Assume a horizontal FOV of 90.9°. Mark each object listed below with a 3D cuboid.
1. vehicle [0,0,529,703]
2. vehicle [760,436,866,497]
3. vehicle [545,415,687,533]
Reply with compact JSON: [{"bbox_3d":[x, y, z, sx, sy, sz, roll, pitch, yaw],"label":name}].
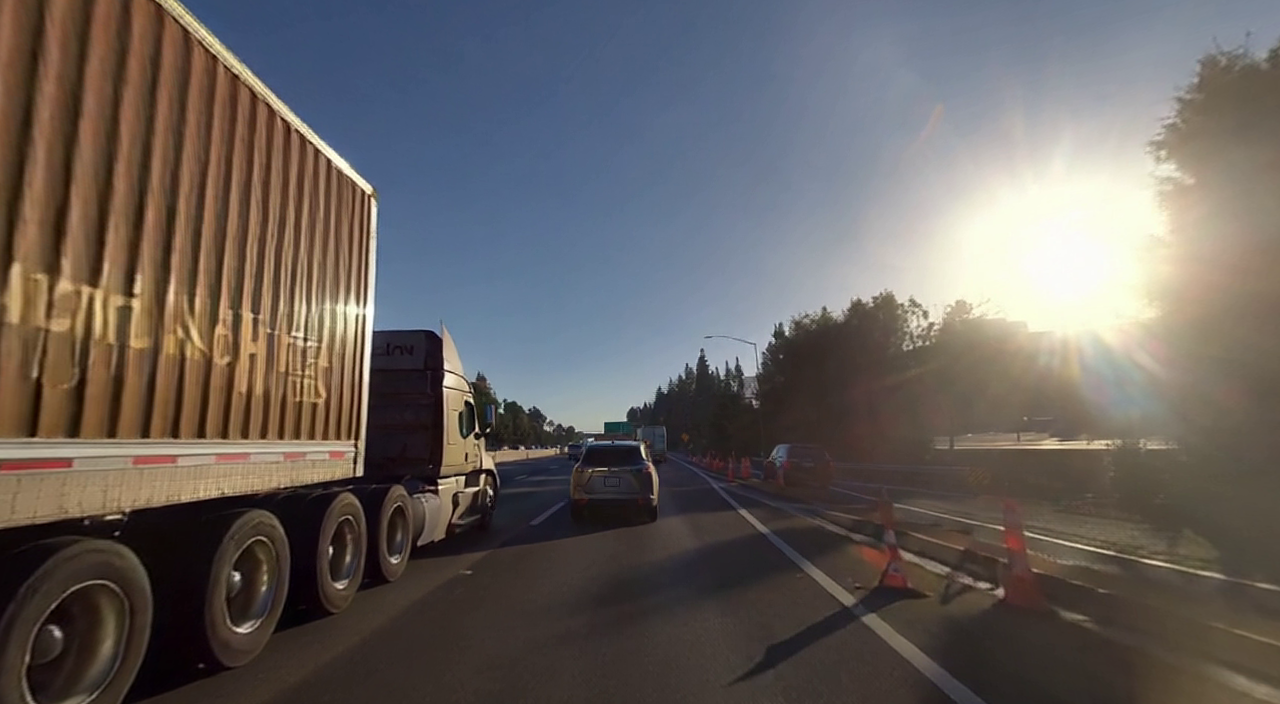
[{"bbox_3d":[-3.691,-0.008,4.701,2.857,4.063,16.026,0,-8,0],"label":"vehicle"},{"bbox_3d":[4.965,3.331,18.701,1.937,1.601,3.798,0,-9,-2],"label":"vehicle"},{"bbox_3d":[-0.354,2.163,11.661,2.152,1.779,3.924,0,-9,0],"label":"vehicle"}]
